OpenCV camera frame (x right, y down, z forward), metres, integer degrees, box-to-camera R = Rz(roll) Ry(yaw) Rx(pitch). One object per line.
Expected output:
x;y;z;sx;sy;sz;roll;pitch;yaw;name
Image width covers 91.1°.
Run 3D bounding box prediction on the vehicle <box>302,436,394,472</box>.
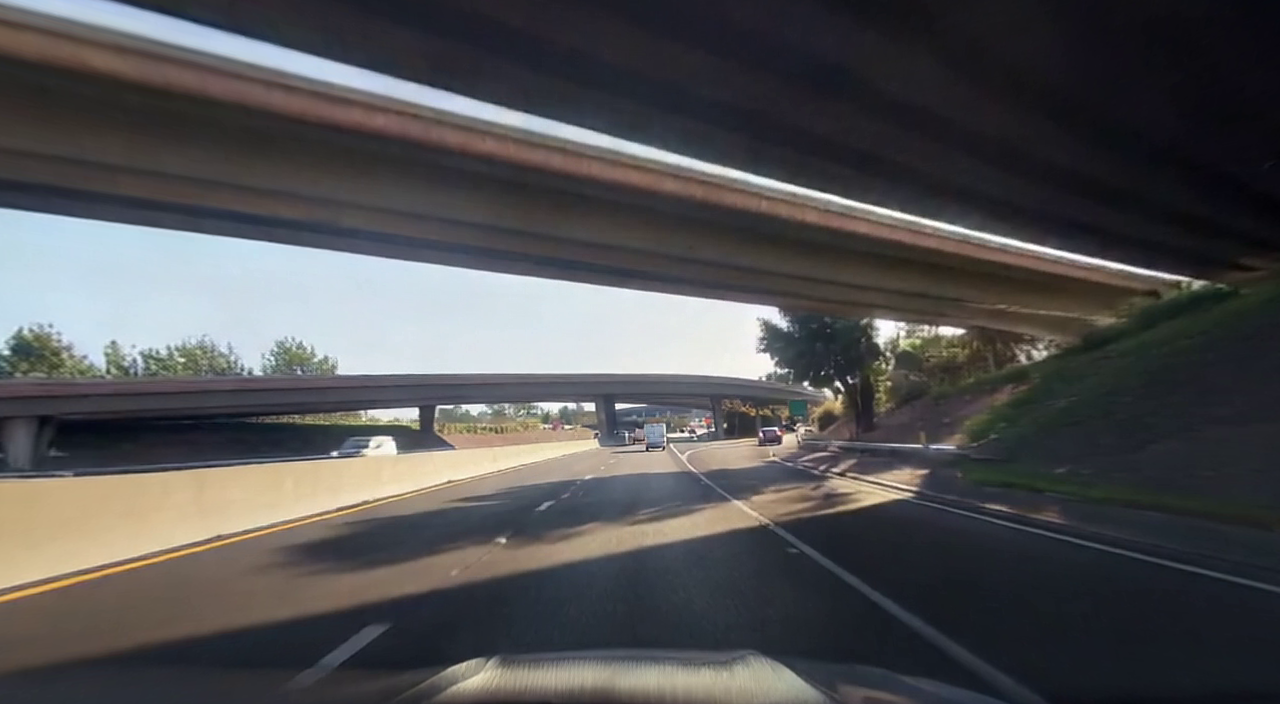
-12.823;4.474;27.942;1.910;1.479;4.408;0;-8;0;vehicle
